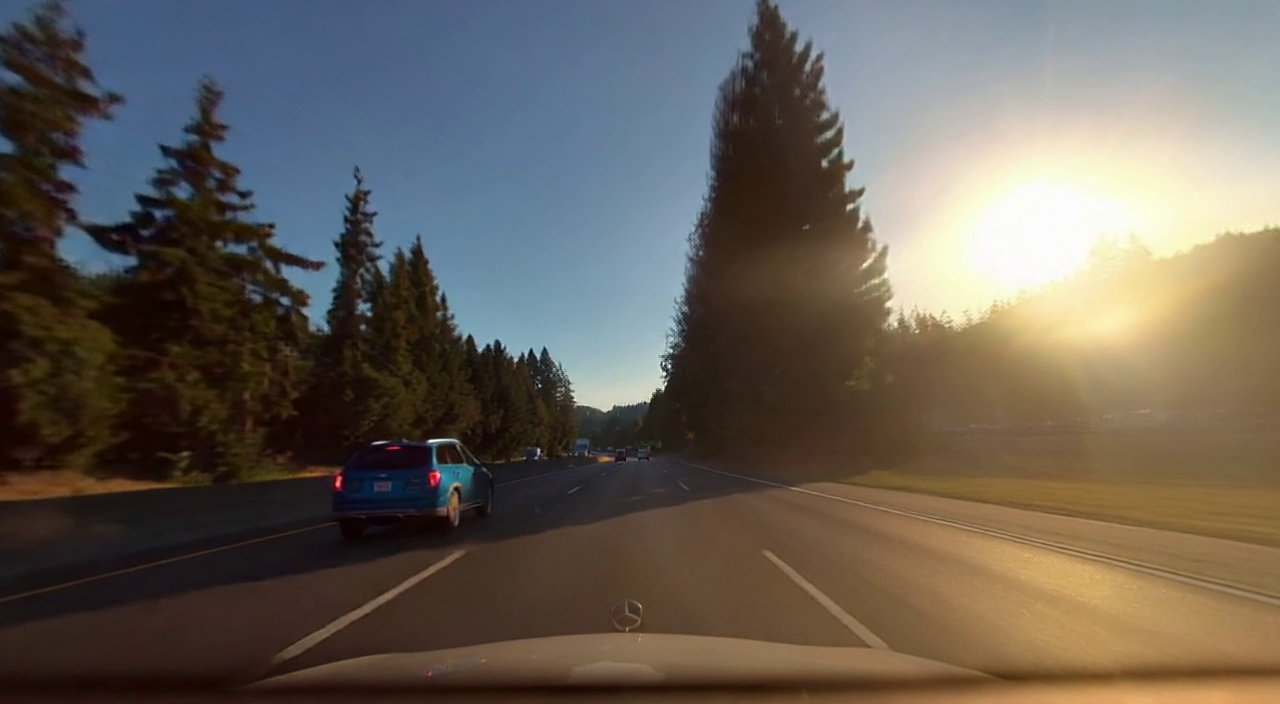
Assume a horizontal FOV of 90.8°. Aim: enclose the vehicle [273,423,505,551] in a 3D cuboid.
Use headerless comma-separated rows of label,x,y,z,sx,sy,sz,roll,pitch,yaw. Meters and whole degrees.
vehicle,-3.953,2.212,11.051,2.110,1.727,4.607,0,-9,1
